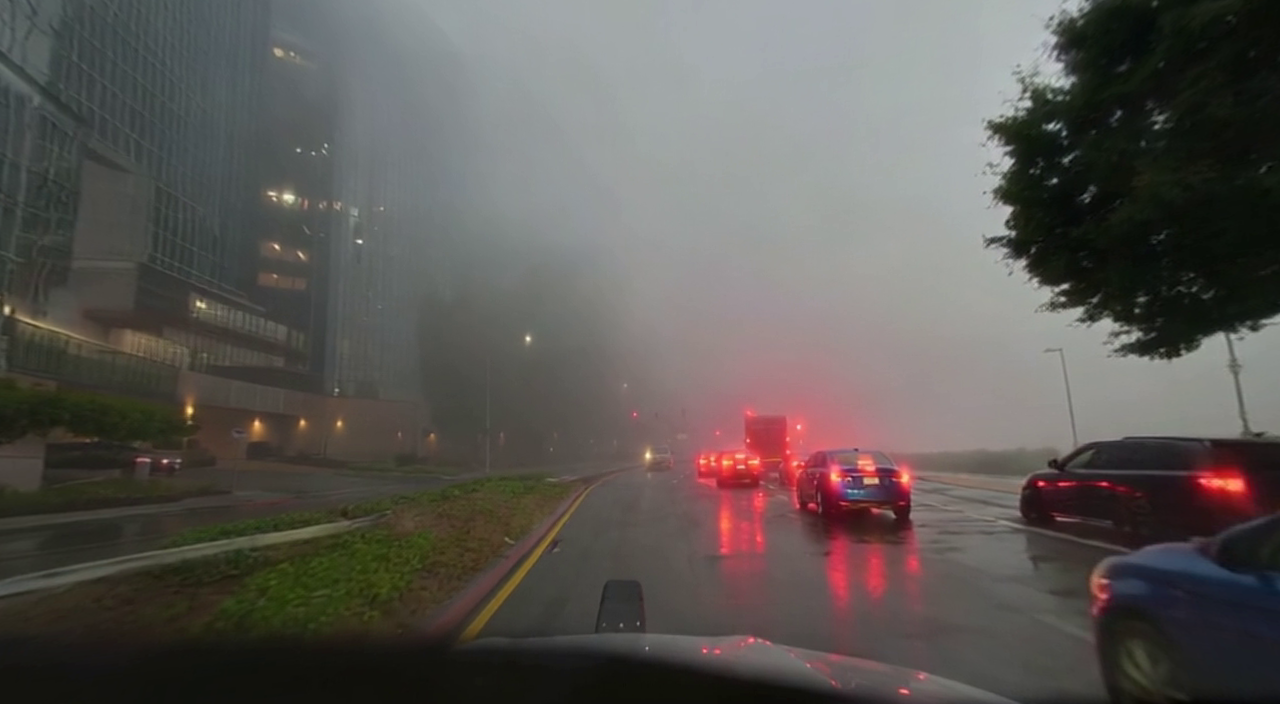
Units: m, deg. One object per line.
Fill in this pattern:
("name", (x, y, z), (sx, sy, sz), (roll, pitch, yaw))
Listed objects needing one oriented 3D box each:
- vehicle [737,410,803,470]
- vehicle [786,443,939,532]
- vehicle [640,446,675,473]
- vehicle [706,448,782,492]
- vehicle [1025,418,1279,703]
("vehicle", (8.954, 6.418, 45.209), (3.128, 3.616, 13.736), (-1, -9, 6))
("vehicle", (4.655, 2.858, 14.083), (2.089, 1.609, 4.922), (-1, -9, 6))
("vehicle", (1.223, 7.214, 42.409), (2.121, 1.728, 4.161), (-1, -9, 4))
("vehicle", (4.031, 4.627, 25.070), (2.183, 1.553, 3.923), (0, -9, -3))
("vehicle", (3.196, 0.932, 1.839), (2.032, 1.490, 3.871), (-1, -9, 7))
